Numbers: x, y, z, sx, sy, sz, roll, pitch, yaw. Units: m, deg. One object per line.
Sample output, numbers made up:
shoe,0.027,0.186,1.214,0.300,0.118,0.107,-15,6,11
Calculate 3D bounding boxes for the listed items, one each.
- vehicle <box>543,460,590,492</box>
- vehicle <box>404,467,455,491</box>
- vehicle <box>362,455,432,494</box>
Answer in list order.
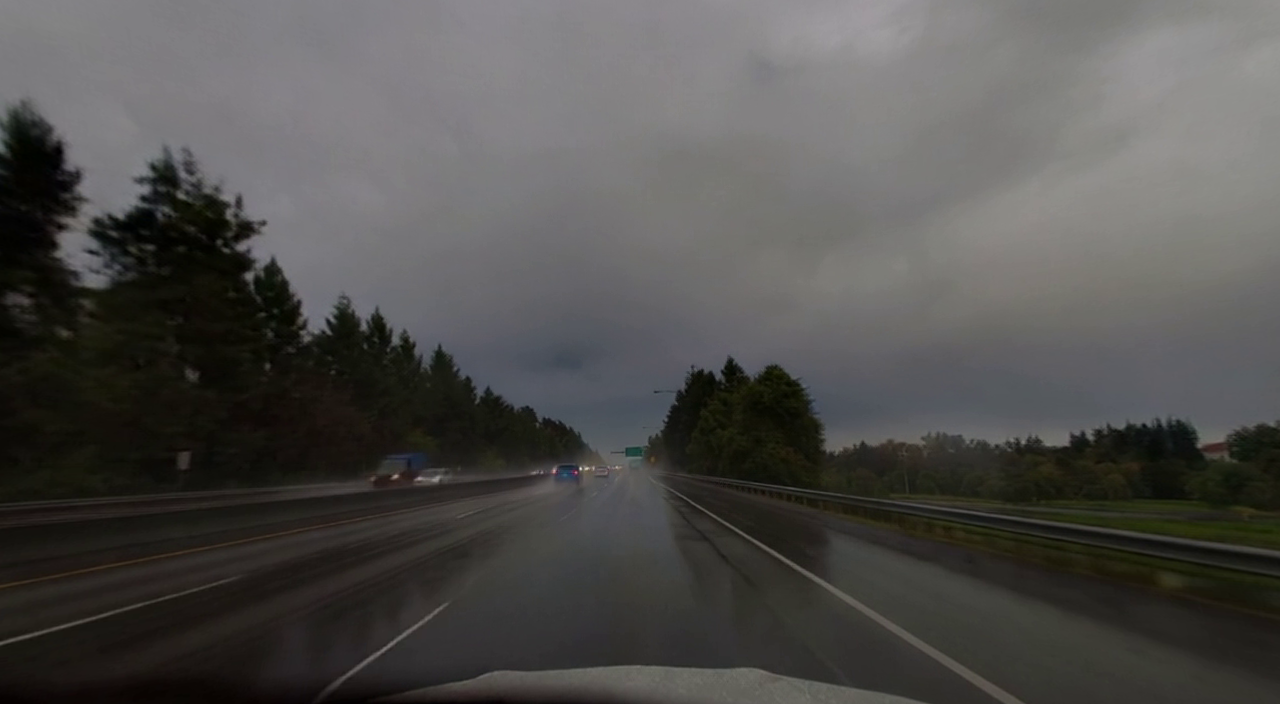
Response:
vehicle,-3.959,6.780,34.663,2.068,1.592,4.479,1,-10,0
vehicle,-13.532,8.185,40.790,1.812,1.474,4.242,1,-10,0
vehicle,-17.800,9.015,46.641,2.252,2.648,7.327,1,-10,0
